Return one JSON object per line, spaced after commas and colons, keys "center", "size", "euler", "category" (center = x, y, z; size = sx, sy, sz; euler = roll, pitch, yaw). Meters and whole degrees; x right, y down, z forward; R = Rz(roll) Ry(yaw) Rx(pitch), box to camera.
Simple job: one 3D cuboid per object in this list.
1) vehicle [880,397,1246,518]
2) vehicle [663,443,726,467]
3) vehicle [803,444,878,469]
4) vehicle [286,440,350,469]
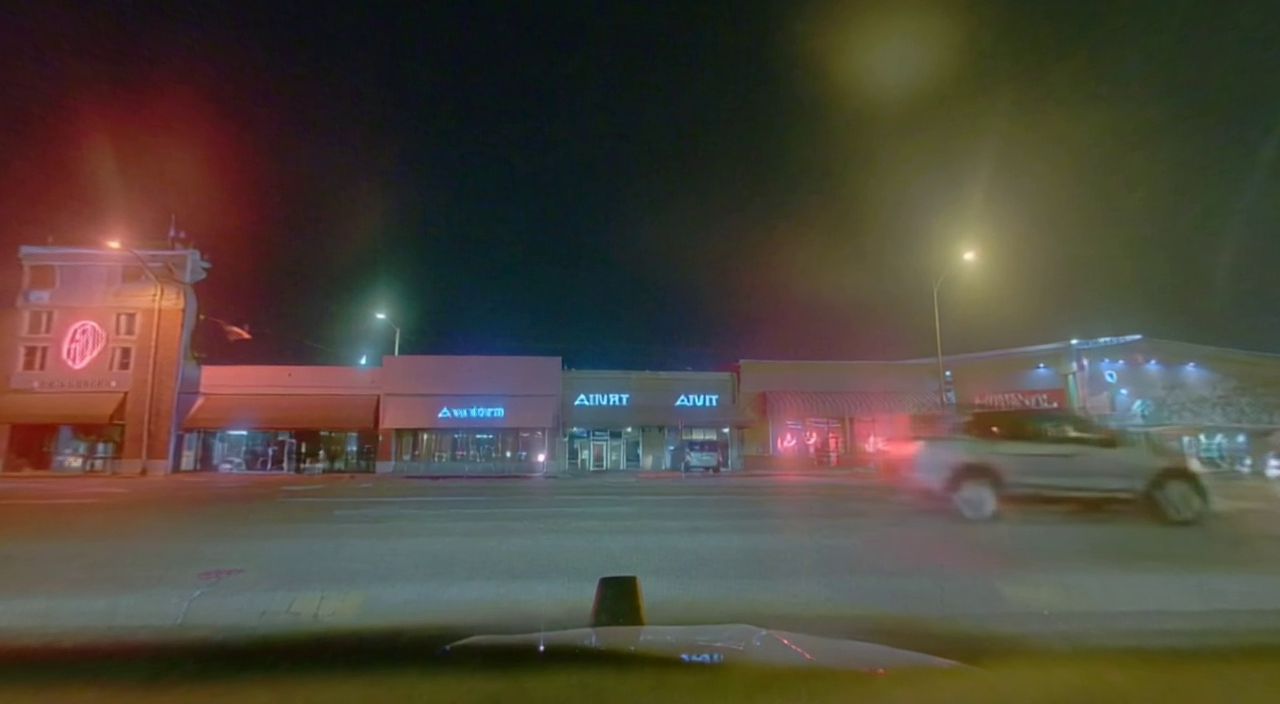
{"center": [6.828, 1.727, 10.601], "size": [4.735, 1.779, 2.051], "euler": [1, -8, -5], "category": "vehicle"}
{"center": [3.447, 6.620, 40.855], "size": [1.812, 1.468, 4.519], "euler": [5, -10, -28], "category": "vehicle"}
{"center": [12.851, 6.700, 40.733], "size": [1.791, 1.453, 4.593], "euler": [5, -10, -29], "category": "vehicle"}
{"center": [-20.140, 6.365, 39.465], "size": [4.596, 1.680, 1.936], "euler": [-8, -11, 41], "category": "vehicle"}
